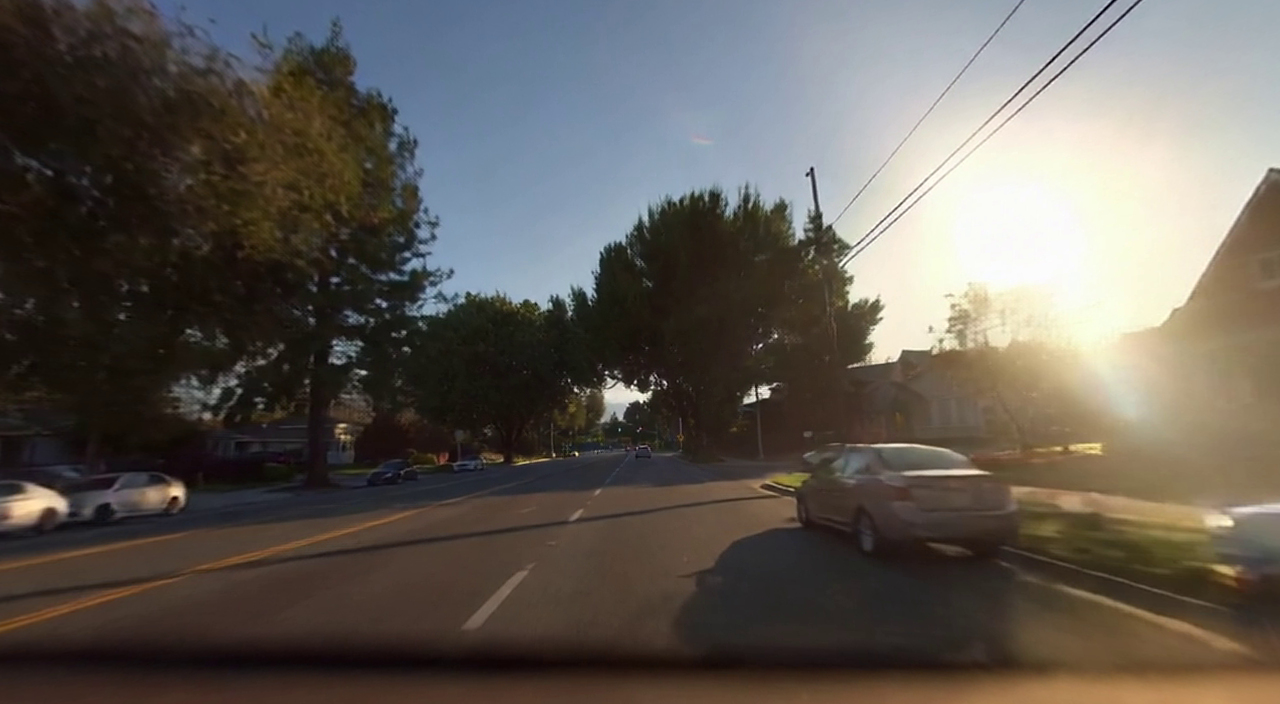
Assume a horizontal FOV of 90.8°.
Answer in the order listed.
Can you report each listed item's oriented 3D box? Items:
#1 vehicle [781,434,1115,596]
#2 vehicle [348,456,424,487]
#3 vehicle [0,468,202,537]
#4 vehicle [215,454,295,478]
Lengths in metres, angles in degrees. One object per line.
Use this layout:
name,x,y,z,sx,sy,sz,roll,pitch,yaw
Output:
vehicle,3.491,1.924,8.528,2.093,1.524,4.835,0,-8,0
vehicle,-13.624,6.428,34.241,1.901,1.481,4.636,-1,-9,4
vehicle,-13.779,3.780,16.356,1.802,1.402,4.251,-1,-9,0
vehicle,-24.185,7.187,39.780,3.894,1.459,1.638,1,-12,0
